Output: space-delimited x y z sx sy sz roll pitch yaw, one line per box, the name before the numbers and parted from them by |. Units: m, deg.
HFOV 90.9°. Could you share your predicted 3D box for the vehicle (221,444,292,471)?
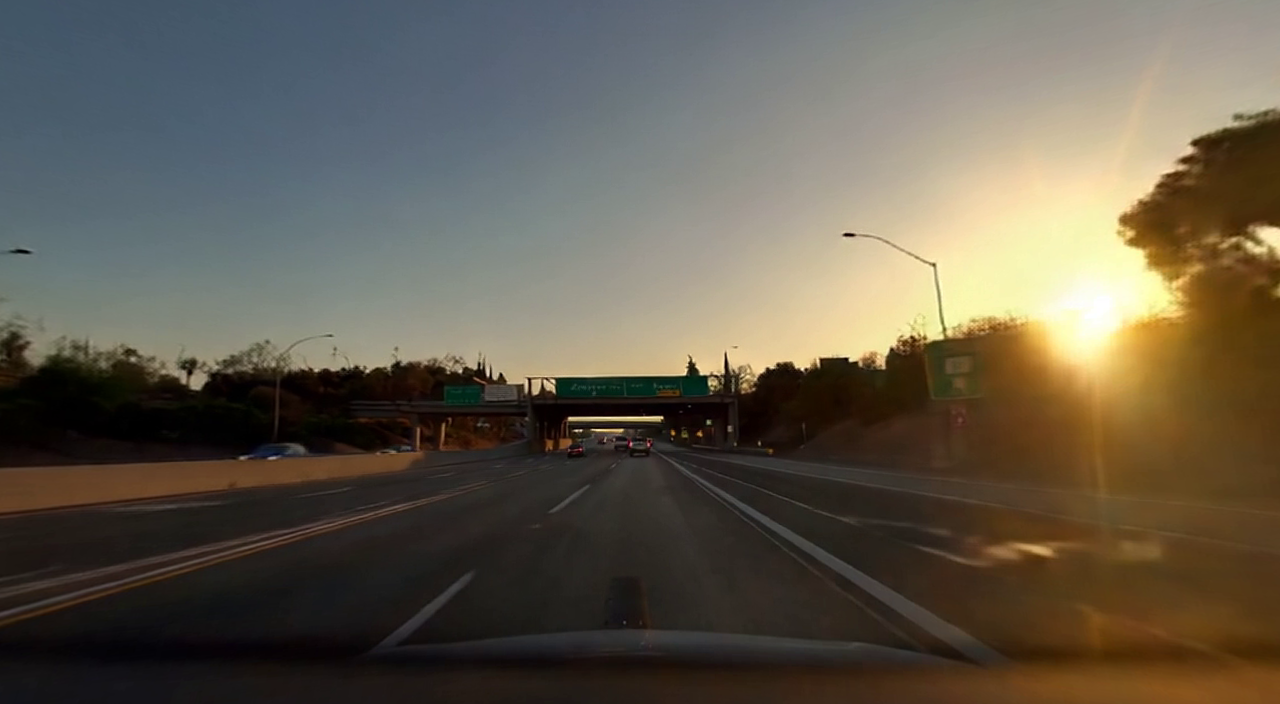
vehicle | -26.004 7.135 42.938 2.096 1.682 4.113 -1 -8 4
